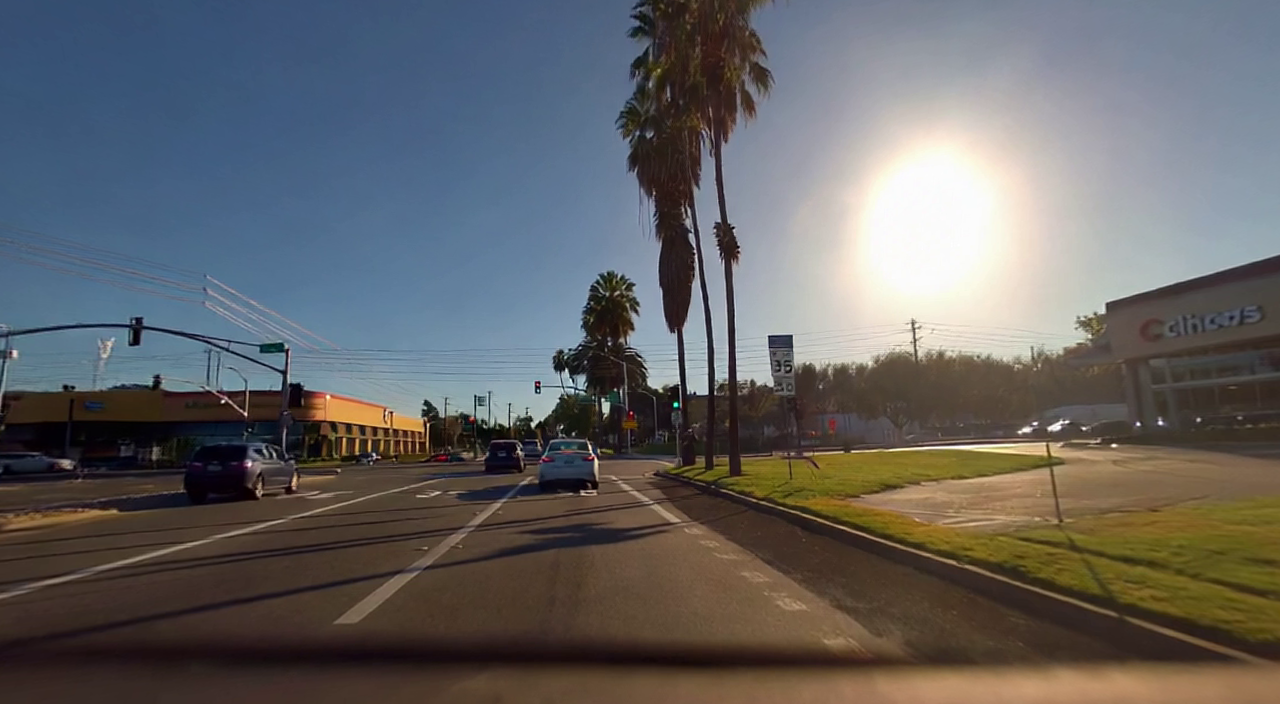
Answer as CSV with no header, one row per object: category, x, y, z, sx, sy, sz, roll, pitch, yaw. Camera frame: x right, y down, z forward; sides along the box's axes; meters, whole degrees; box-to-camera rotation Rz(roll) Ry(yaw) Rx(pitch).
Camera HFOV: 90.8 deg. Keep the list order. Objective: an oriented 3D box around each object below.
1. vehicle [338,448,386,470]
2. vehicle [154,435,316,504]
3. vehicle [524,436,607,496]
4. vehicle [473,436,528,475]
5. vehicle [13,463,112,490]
vehicle,-20.461,7.893,46.708,1.879,1.496,4.510,0,-9,-5
vehicle,-12.146,3.524,19.449,2.050,1.811,4.752,0,-8,-4
vehicle,-2.116,3.189,18.125,2.063,1.474,4.334,1,-9,-7
vehicle,-6.533,4.891,30.039,2.077,1.715,3.903,1,-9,-6
vehicle,-37.377,8.074,40.983,4.276,1.576,1.917,1,-9,-7
